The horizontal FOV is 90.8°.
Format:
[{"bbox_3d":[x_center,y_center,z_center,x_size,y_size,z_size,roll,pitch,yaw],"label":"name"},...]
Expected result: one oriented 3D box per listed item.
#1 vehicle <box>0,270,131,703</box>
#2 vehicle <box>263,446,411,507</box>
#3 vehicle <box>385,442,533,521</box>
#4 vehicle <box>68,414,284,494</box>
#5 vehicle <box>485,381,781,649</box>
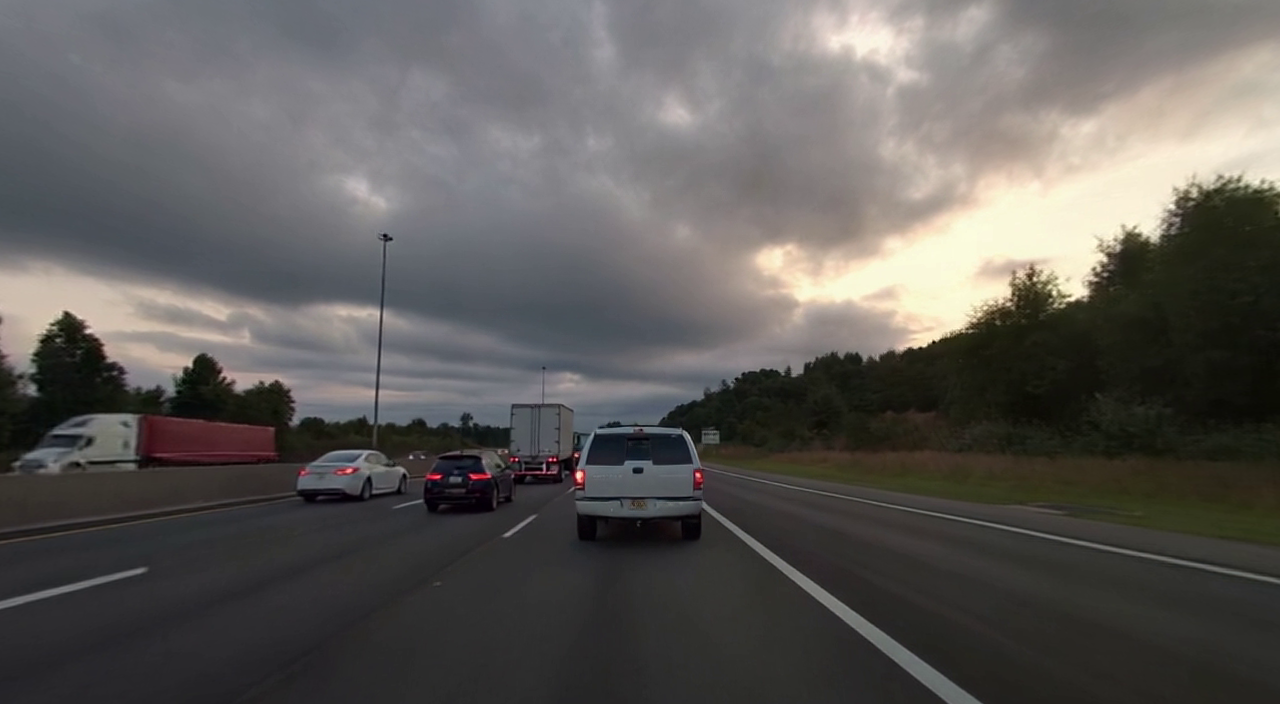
[{"bbox_3d":[-3.914,0.438,1.089,2.055,2.144,4.782,0,-9,-1],"label":"vehicle"},{"bbox_3d":[-8.210,3.393,17.693,1.874,1.470,4.576,0,-9,0],"label":"vehicle"},{"bbox_3d":[-3.896,2.851,14.481,1.986,1.501,4.407,-1,-9,1],"label":"vehicle"},{"bbox_3d":[-23.141,5.251,32.775,2.735,3.428,11.168,0,-9,0],"label":"vehicle"},{"bbox_3d":[-0.090,1.361,6.062,1.995,1.798,3.380,0,-9,-1],"label":"vehicle"}]
